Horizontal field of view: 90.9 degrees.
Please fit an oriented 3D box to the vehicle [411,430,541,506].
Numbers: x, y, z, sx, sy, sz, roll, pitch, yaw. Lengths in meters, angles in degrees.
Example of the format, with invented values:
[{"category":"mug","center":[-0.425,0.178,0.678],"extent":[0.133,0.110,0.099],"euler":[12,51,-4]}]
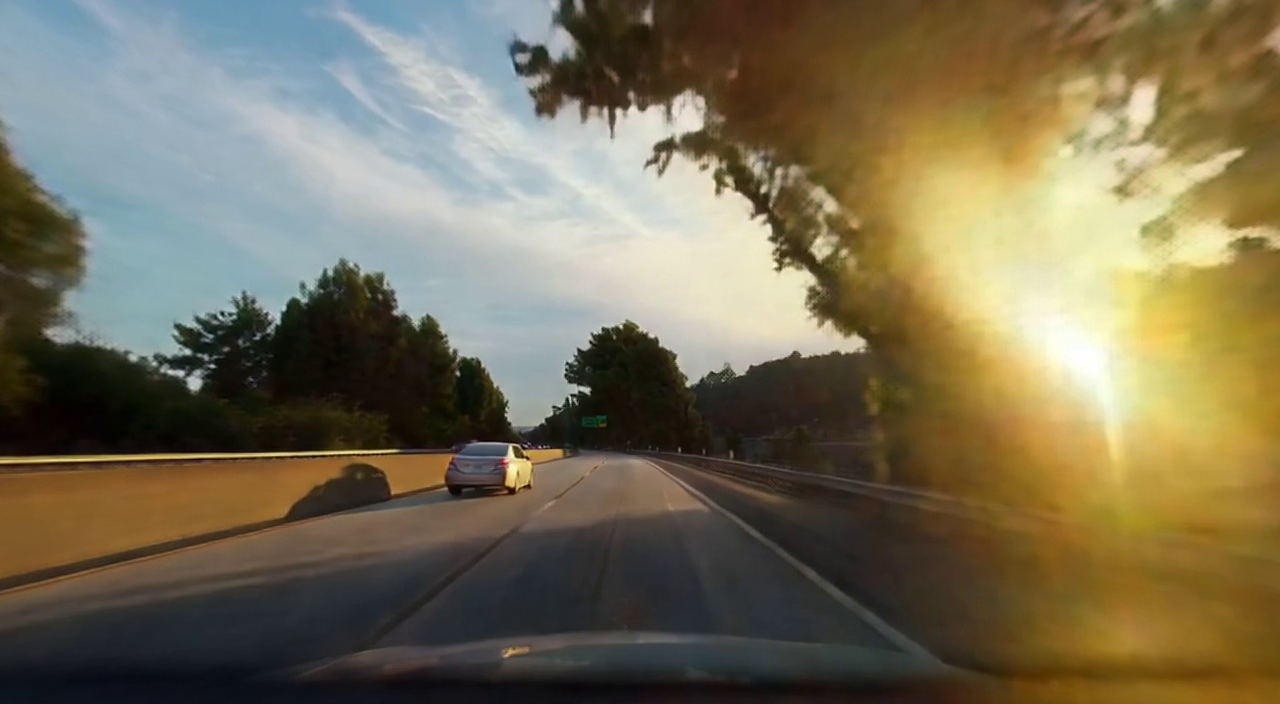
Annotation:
[{"category":"vehicle","center":[-3.689,2.689,14.972],"extent":[1.990,1.532,3.911],"euler":[0,-9,0]}]
